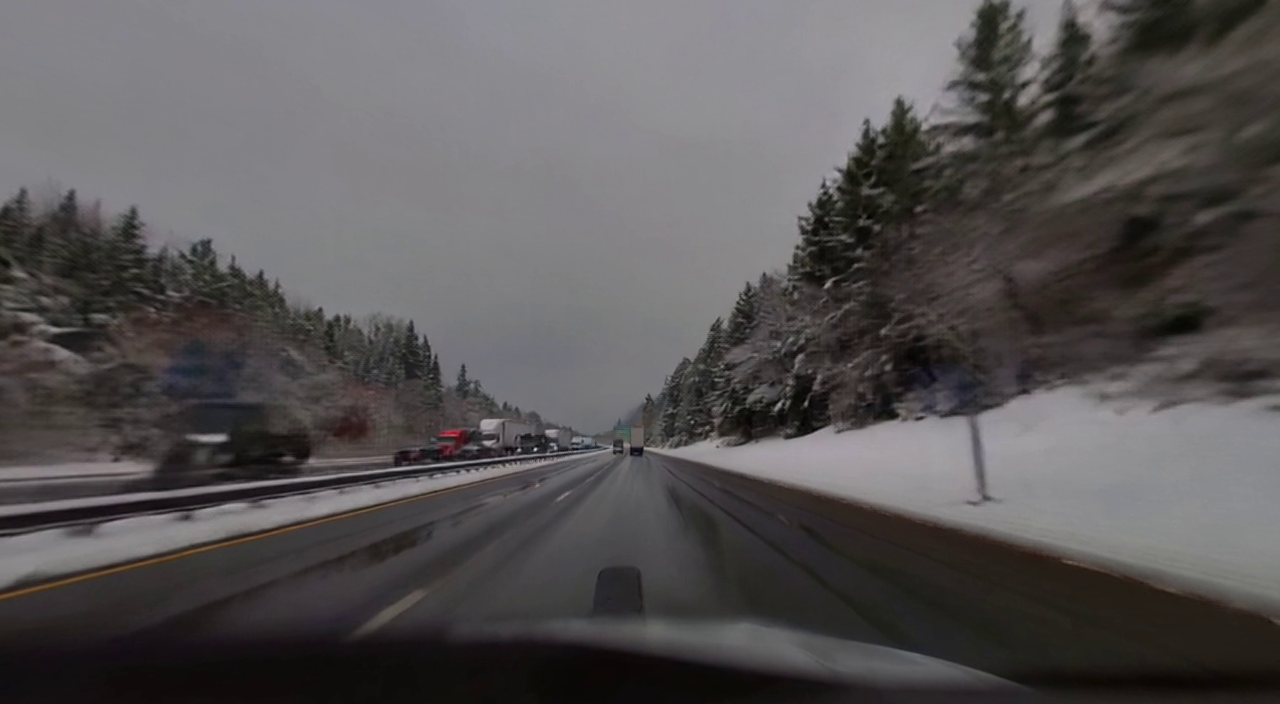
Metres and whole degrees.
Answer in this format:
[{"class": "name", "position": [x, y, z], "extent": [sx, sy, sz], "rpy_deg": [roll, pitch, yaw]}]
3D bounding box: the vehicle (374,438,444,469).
[{"class": "vehicle", "position": [-12.505, 5.522, 34.470], "extent": [2.140, 1.563, 4.347], "rpy_deg": [0, -9, 1]}]

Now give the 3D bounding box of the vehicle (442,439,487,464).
[{"class": "vehicle", "position": [-12.395, 7.103, 44.874], "extent": [1.966, 1.662, 4.366], "rpy_deg": [0, -9, 0]}]

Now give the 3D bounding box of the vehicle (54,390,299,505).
[{"class": "vehicle", "position": [-12.952, 2.790, 18.444], "extent": [2.518, 2.799, 5.948], "rpy_deg": [0, -9, 0]}]
